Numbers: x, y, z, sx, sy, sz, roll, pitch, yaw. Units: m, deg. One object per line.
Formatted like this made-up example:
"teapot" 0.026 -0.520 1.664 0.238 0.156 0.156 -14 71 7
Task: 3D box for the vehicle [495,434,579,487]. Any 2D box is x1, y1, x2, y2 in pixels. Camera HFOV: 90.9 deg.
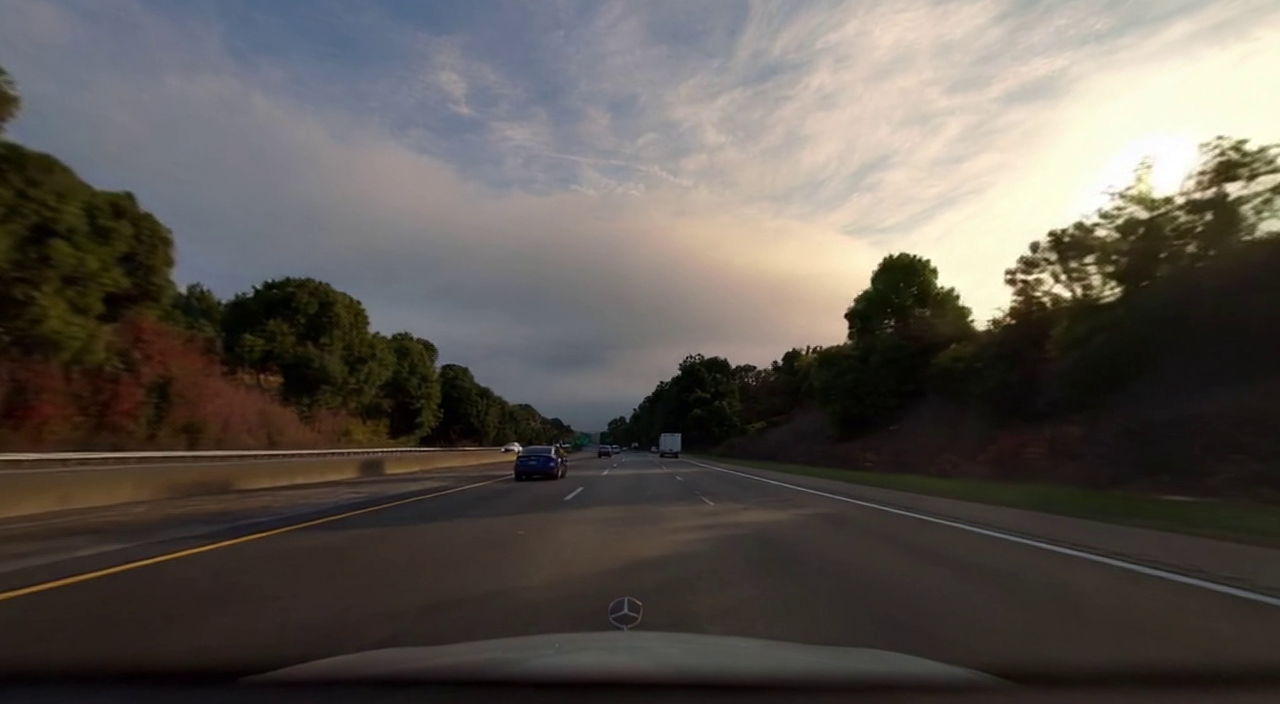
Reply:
"vehicle" -3.508 3.799 22.332 2.108 1.666 4.558 0 -9 1
